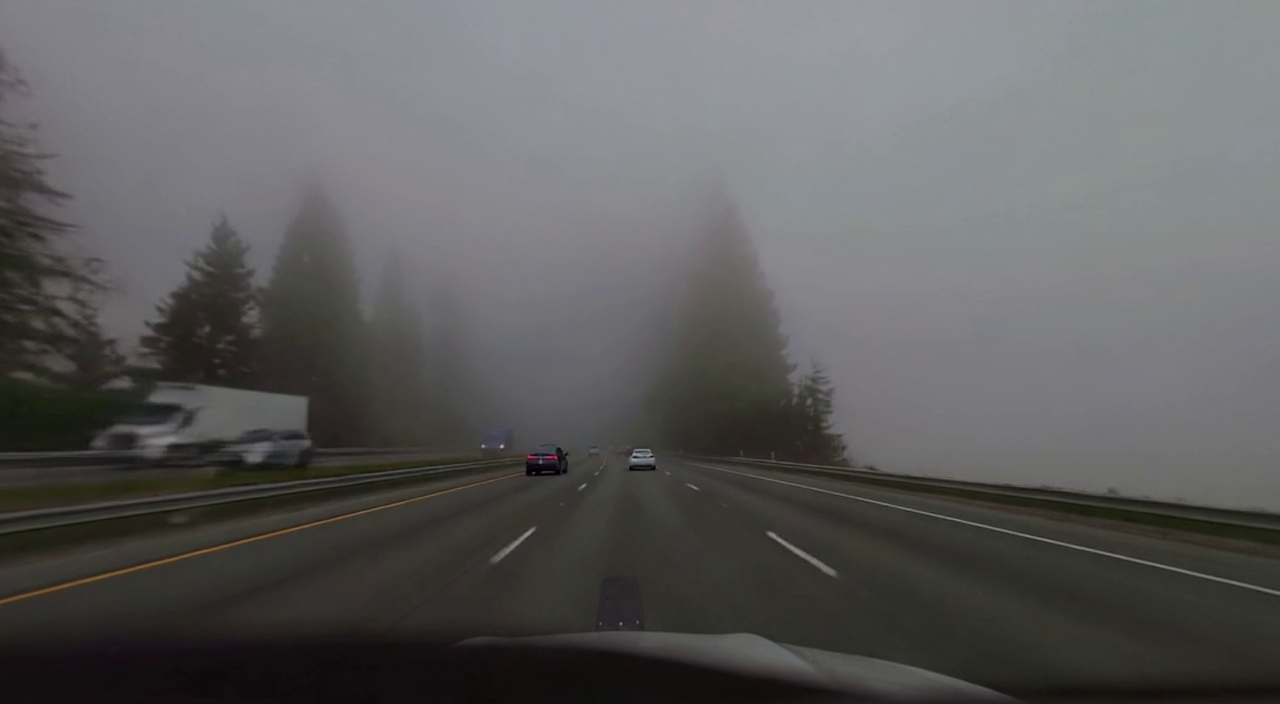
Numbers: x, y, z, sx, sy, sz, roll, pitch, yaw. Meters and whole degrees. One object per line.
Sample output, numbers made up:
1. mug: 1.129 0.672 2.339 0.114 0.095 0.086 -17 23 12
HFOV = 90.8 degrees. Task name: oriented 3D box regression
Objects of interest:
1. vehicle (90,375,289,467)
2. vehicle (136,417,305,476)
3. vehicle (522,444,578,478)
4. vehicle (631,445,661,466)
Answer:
1. vehicle: -17.552 2.922 25.379 2.562 3.155 7.175 0 -9 0
2. vehicle: -12.568 2.908 19.378 1.988 1.578 4.686 0 -9 -1
3. vehicle: -4.201 5.146 30.111 2.054 1.500 4.469 0 -9 -1
4. vehicle: 0.390 7.511 45.883 2.008 1.499 3.192 0 -9 -3
